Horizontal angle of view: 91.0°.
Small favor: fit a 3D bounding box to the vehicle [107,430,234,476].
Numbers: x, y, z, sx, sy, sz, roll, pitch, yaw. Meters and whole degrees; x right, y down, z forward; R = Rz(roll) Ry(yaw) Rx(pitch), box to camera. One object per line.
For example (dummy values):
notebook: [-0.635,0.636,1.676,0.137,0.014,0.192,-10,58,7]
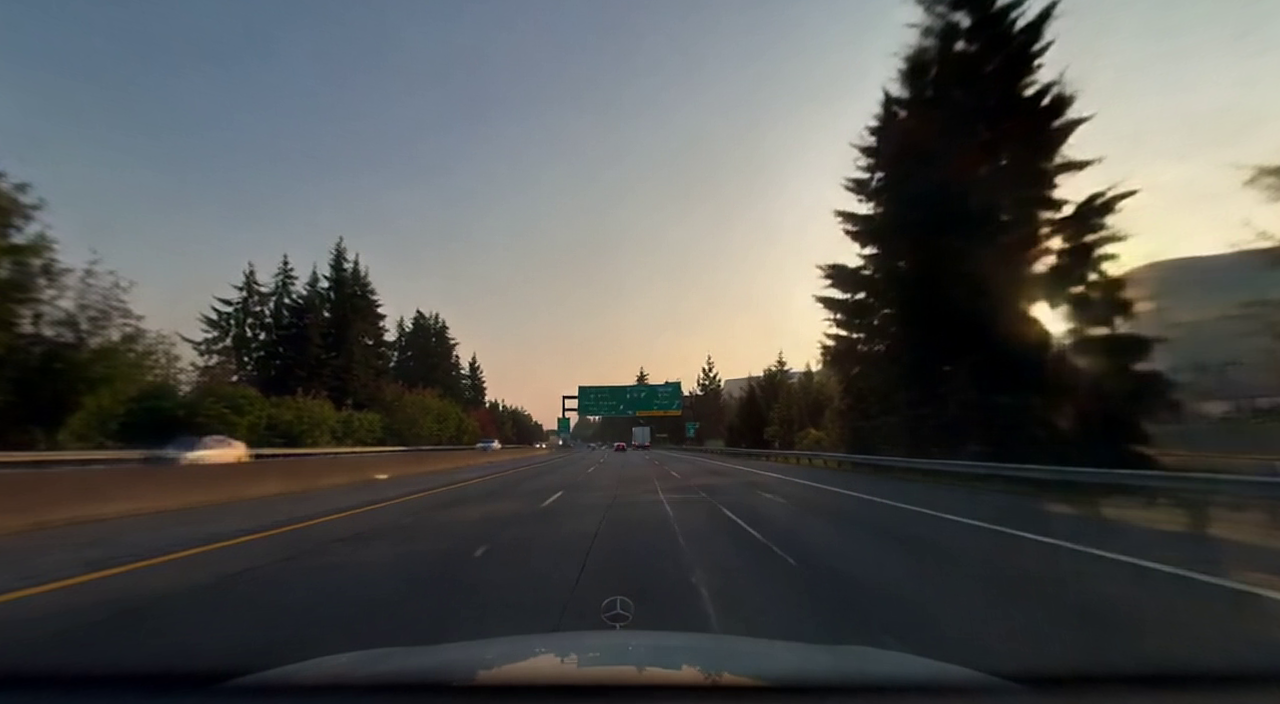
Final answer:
vehicle: [-21.639,4.649,29.331,2.025,1.927,5.109,0,-8,-1]
